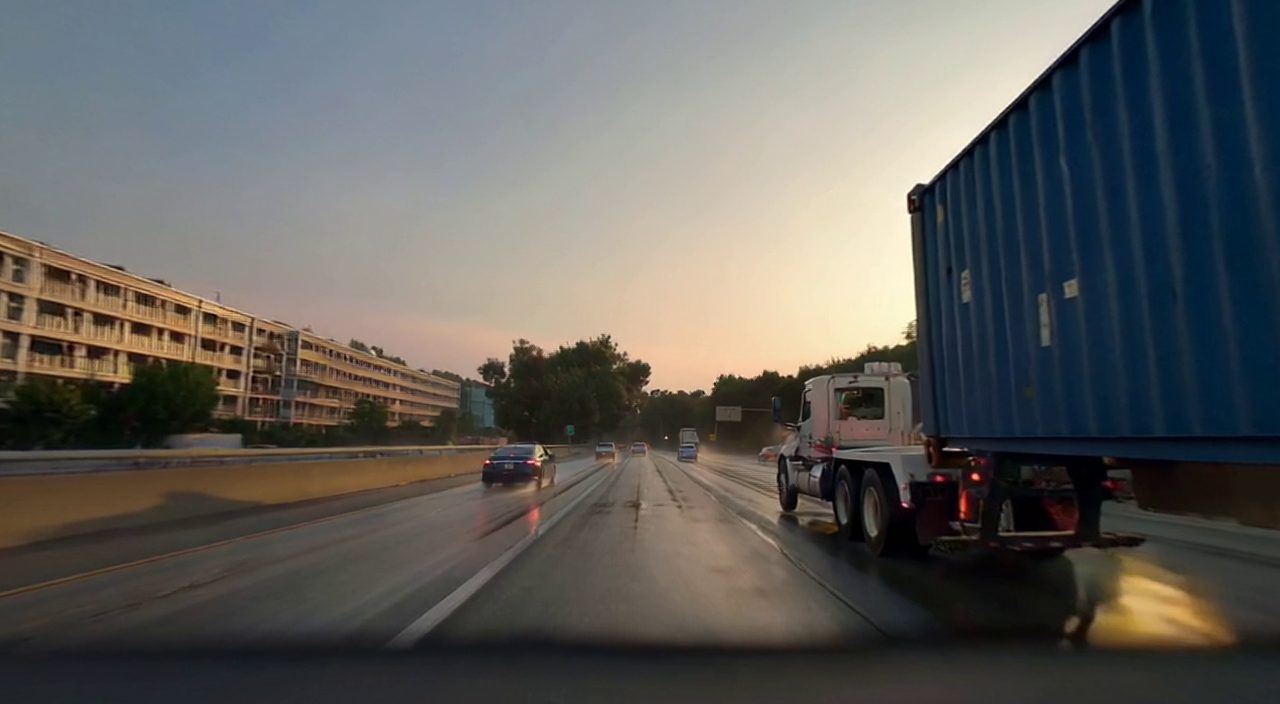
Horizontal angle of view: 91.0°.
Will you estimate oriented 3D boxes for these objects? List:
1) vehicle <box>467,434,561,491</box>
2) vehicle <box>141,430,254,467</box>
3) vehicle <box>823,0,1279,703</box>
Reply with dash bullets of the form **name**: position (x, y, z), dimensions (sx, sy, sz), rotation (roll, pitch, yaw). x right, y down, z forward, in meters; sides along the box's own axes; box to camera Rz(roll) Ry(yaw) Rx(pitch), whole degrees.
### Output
- **vehicle**: position (-3.661, 3.294, 19.075), dimensions (1.954, 1.528, 4.010), rotation (0, -8, 1)
- **vehicle**: position (-29.189, 6.435, 41.936), dimensions (2.262, 2.226, 7.066), rotation (0, -9, 1)
- **vehicle**: position (3.893, -0.512, 1.768), dimensions (2.893, 3.992, 13.605), rotation (0, -8, 1)
